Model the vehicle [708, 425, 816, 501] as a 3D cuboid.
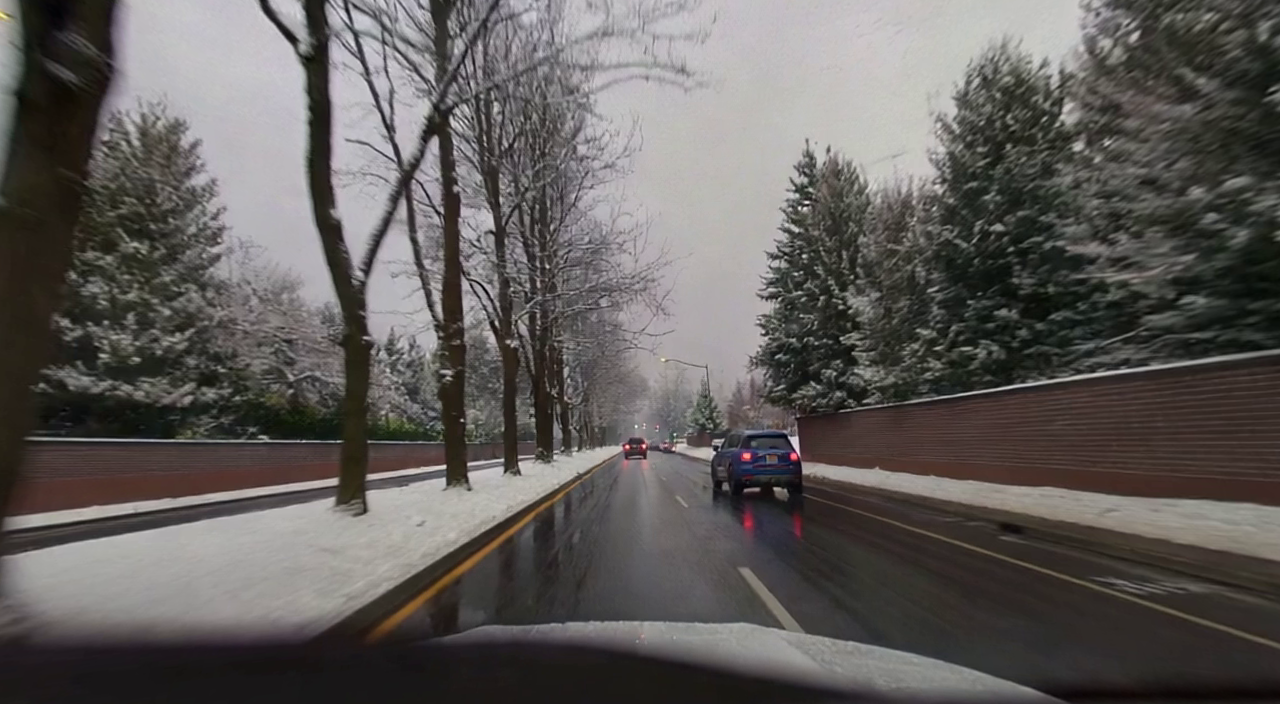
[{"bbox_3d":[2.991,2.830,16.432,1.840,1.709,4.202,0,-8,-2],"label":"vehicle"}]
